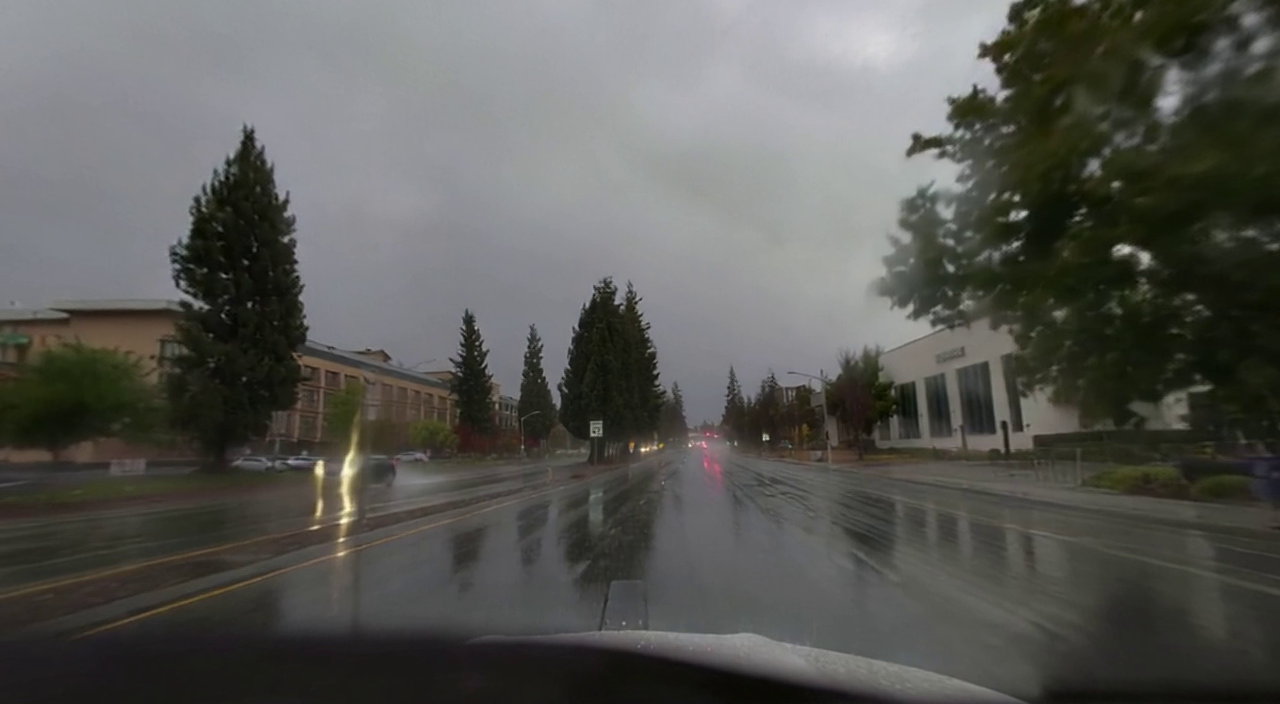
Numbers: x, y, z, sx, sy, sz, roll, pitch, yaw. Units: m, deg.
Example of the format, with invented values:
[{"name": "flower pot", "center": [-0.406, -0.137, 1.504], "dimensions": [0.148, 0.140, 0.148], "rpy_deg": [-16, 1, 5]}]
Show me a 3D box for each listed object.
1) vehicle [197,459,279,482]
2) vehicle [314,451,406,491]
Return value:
[{"name": "vehicle", "center": [-27.238, 8.063, 42.819], "dimensions": [4.380, 1.461, 1.754], "rpy_deg": [-1, -8, 4]}, {"name": "vehicle", "center": [-13.295, 5.629, 30.251], "dimensions": [1.915, 1.721, 4.402], "rpy_deg": [-2, -8, 8]}]
